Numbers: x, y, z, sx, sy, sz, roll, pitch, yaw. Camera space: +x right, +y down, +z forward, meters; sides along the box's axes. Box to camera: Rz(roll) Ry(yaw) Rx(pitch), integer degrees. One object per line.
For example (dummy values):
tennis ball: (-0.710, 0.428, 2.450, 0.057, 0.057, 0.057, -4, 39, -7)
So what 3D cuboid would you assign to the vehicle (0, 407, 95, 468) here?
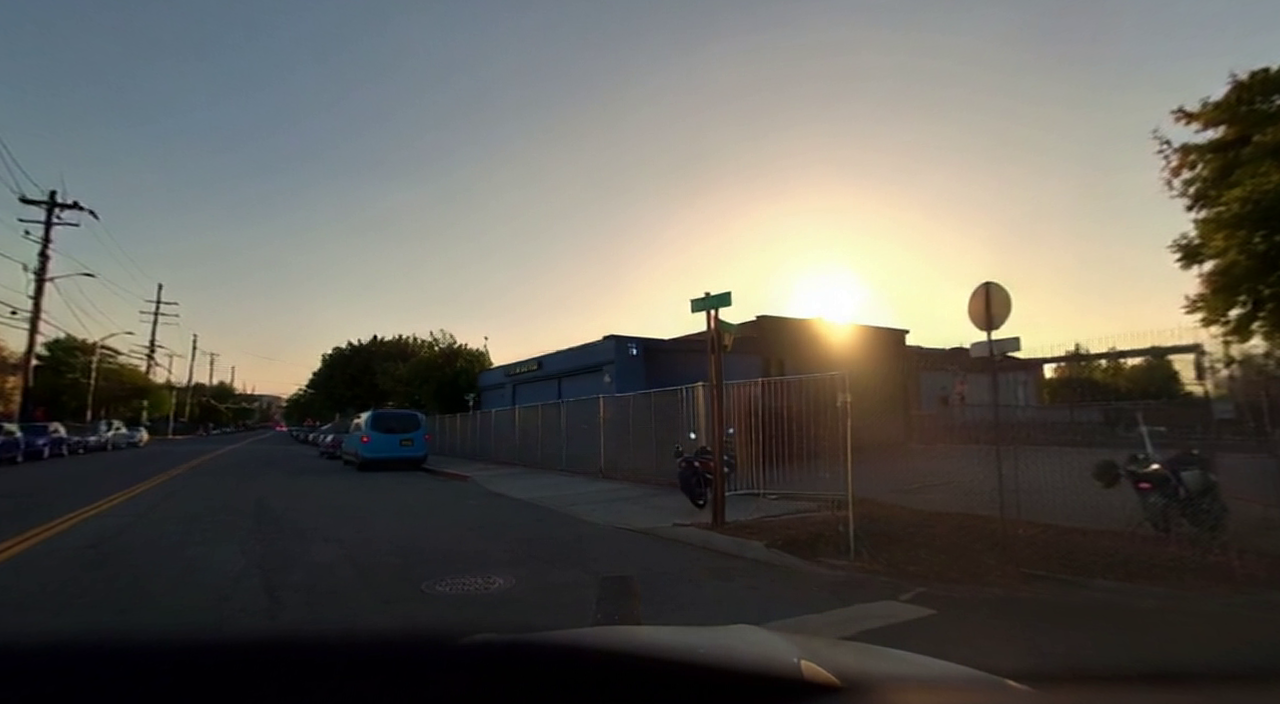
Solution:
vehicle: (-21.833, 3.099, 22.713, 2.304, 1.937, 5.720, 5, -10, -30)

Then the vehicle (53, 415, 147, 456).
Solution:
vehicle: (-27.453, 4.337, 32.399, 2.504, 1.919, 5.658, 5, -10, -29)

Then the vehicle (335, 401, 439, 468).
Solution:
vehicle: (-9.091, 2.967, 22.335, 2.327, 2.021, 5.850, 5, -10, -31)
